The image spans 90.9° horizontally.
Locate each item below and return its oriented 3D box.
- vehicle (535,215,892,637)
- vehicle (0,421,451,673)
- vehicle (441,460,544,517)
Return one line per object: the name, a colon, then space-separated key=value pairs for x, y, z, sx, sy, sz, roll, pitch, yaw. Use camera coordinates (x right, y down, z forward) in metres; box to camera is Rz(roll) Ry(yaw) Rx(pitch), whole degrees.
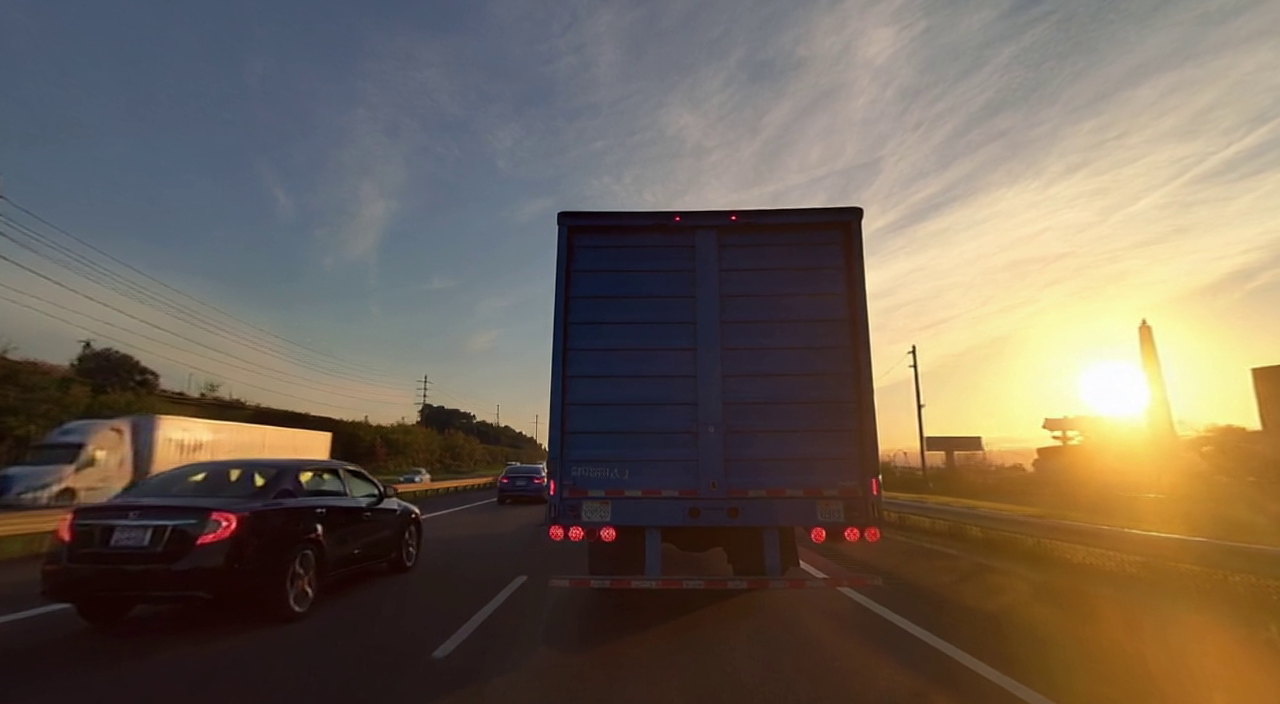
vehicle: x=0.721 y=1.309 z=9.602 sx=2.831 sy=3.529 sz=8.689 roll=0 pitch=-11 yaw=2
vehicle: x=-3.802 y=1.705 z=6.597 sx=1.983 sy=1.575 sz=4.973 roll=0 pitch=-11 yaw=1
vehicle: x=-4.229 y=4.019 z=18.890 sx=1.891 sy=1.469 sz=4.431 roll=0 pitch=-11 yaw=2
